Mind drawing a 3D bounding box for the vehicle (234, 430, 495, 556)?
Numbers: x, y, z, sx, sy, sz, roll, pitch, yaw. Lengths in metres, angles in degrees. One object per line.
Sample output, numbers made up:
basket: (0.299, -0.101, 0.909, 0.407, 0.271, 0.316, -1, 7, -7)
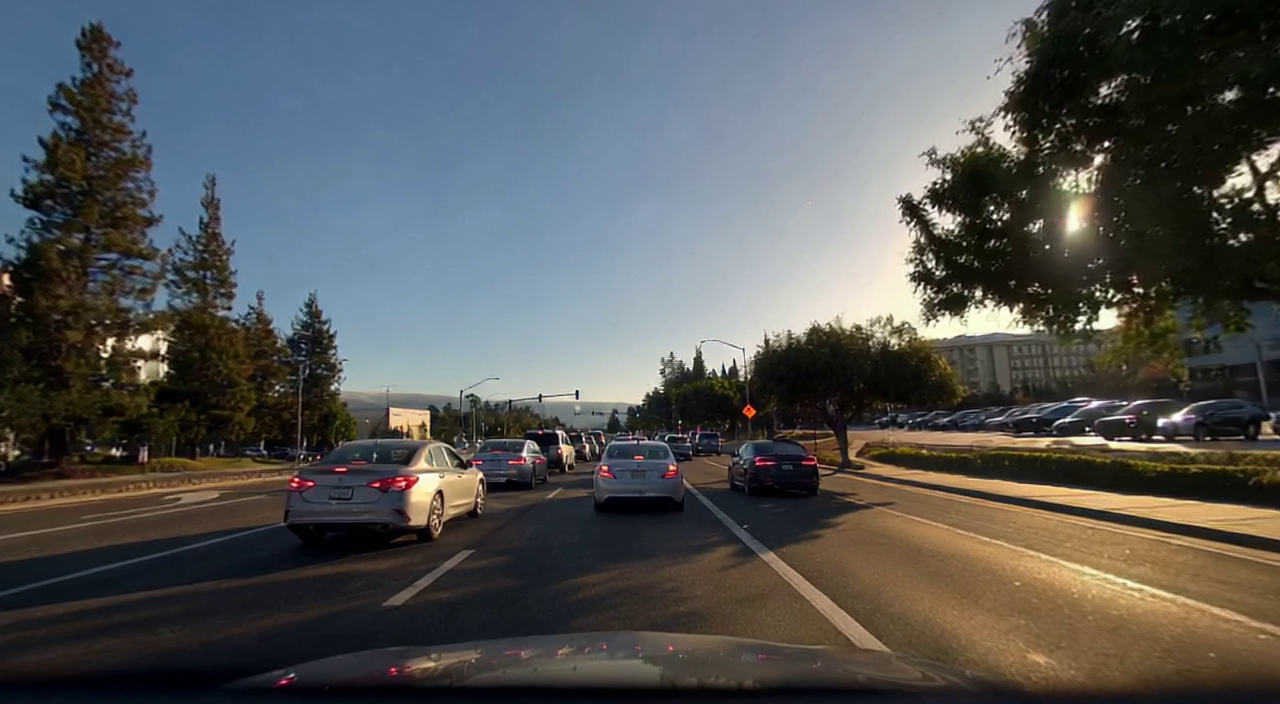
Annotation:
vehicle: (-3.758, 1.989, 9.684, 2.052, 1.475, 4.341, 0, -8, 0)

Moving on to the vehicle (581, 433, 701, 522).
vehicle: (-0.052, 2.411, 12.686, 2.007, 1.467, 4.059, 0, -8, -2)

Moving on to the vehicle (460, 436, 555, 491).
vehicle: (-3.875, 3.336, 19.250, 1.985, 1.467, 4.224, 0, -8, 0)

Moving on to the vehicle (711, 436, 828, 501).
vehicle: (3.188, 2.975, 16.570, 1.978, 1.452, 4.381, 0, -8, -3)
